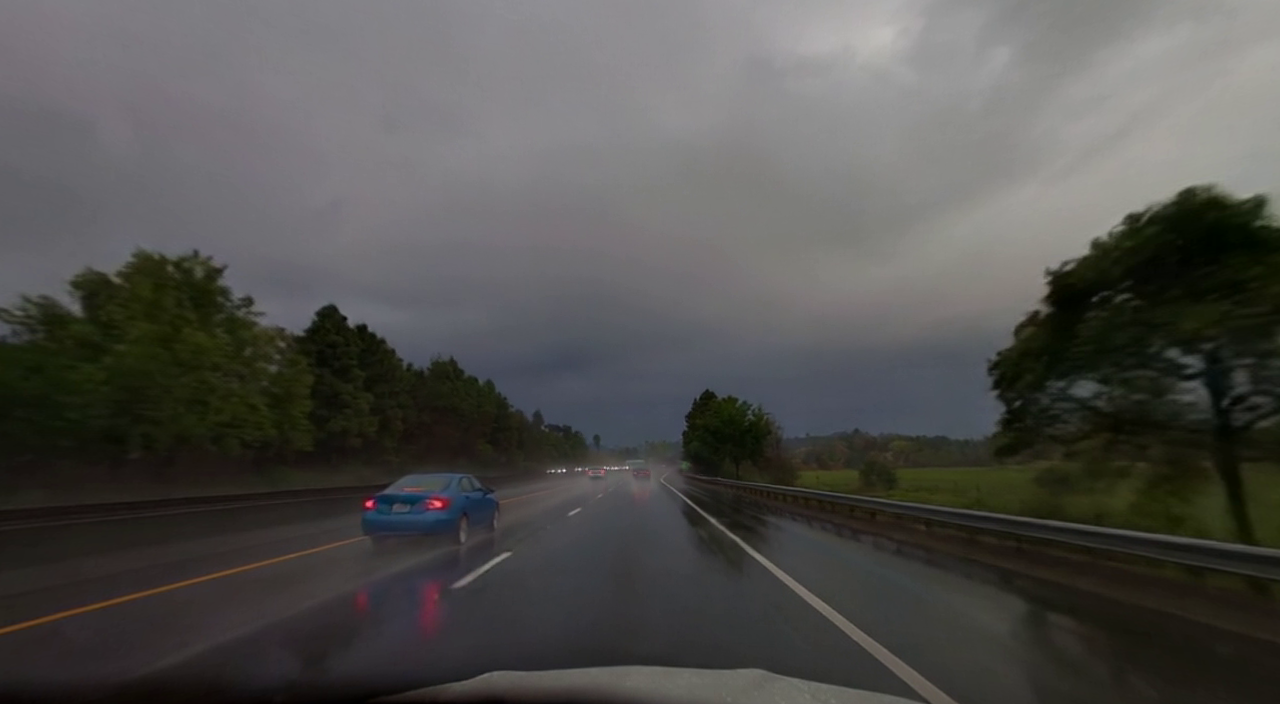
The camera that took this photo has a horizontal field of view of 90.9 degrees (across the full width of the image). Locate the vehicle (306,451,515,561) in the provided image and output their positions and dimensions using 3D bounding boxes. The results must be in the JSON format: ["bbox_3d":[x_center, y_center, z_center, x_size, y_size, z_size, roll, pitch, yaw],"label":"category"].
[{"bbox_3d":[-3.728,2.621,11.248,2.047,1.523,4.279,1,-11,1],"label":"vehicle"}]
